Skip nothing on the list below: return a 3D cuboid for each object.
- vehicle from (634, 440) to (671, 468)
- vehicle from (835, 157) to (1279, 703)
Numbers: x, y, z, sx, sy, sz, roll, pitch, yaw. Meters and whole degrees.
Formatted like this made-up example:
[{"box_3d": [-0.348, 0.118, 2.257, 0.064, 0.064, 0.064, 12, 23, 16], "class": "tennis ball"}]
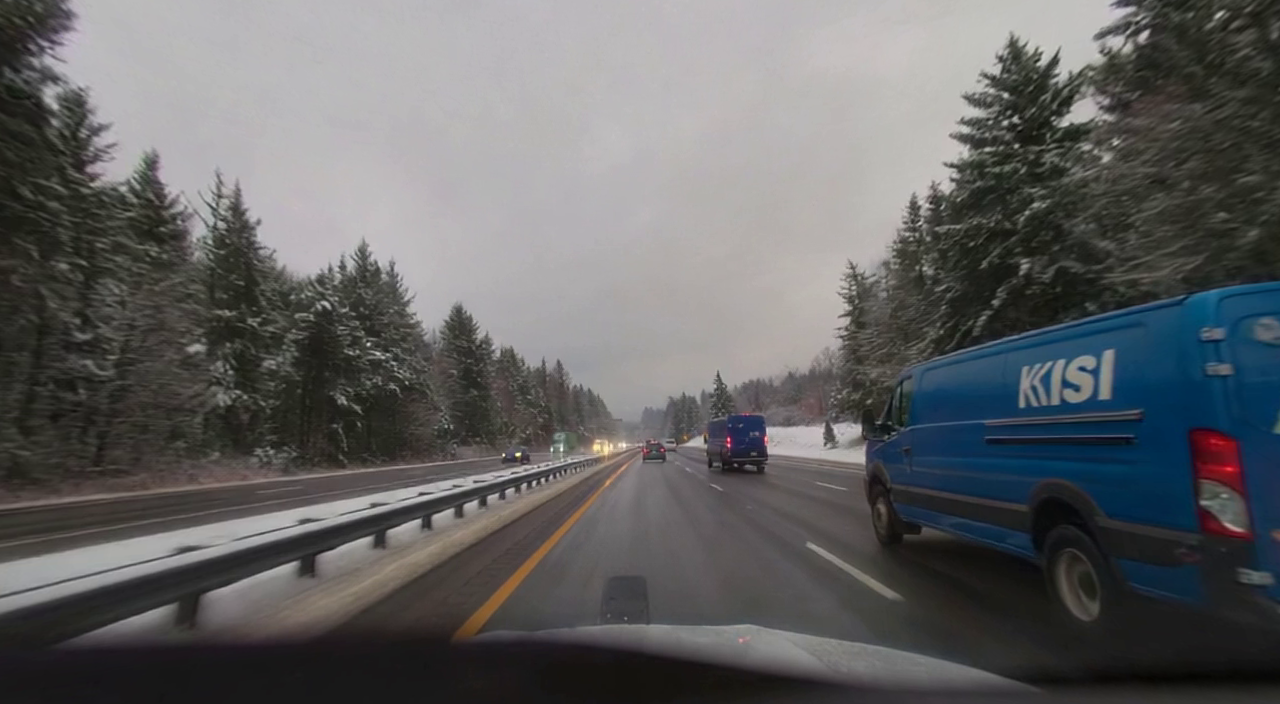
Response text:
[{"box_3d": [0.777, 6.182, 38.377, 2.121, 1.590, 4.434, 0, -8, 1], "class": "vehicle"}, {"box_3d": [4.209, 0.901, 6.084, 2.393, 2.679, 7.059, 0, -8, 0], "class": "vehicle"}]
